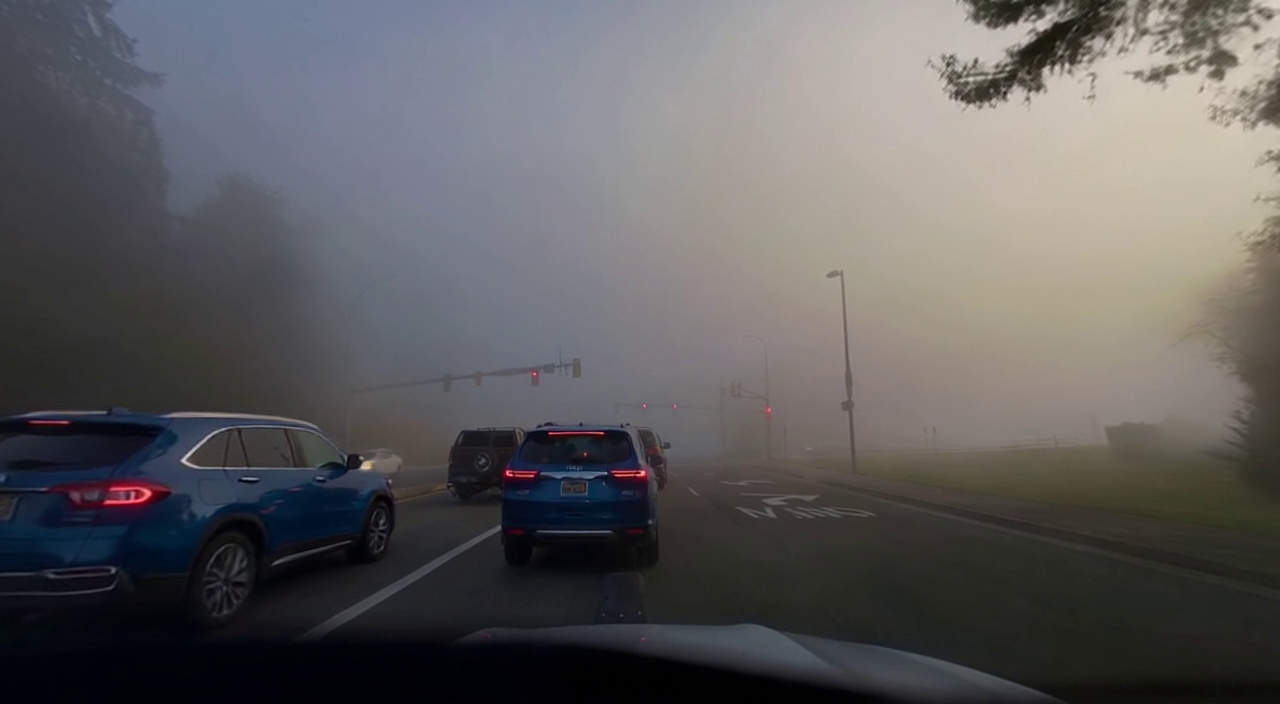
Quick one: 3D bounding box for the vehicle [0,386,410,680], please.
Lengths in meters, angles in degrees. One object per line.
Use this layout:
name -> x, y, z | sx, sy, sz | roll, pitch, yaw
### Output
vehicle -> -4.058, 1.365, 5.925 | 2.009, 1.673, 4.454 | 0, -8, 1

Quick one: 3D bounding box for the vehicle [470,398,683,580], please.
vehicle -> -0.552, 1.737, 8.884 | 2.131, 1.793, 5.016 | 0, -8, 2
